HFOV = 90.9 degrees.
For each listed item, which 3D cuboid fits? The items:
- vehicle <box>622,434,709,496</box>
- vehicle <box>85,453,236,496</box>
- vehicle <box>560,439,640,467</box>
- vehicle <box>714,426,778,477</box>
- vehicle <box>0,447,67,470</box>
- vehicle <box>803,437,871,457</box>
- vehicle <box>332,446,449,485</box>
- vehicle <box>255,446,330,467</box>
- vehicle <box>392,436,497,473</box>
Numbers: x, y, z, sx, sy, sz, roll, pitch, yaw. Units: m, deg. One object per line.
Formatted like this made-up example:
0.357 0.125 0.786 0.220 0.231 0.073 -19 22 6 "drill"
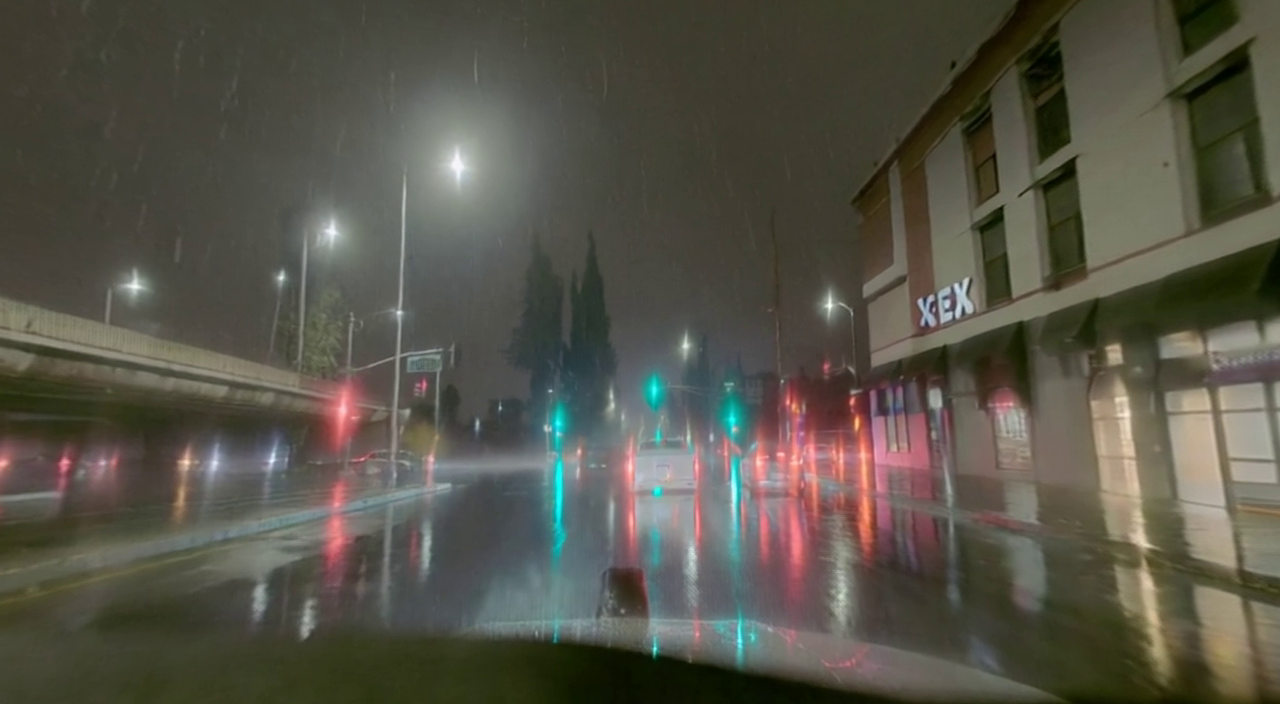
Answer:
0.642 3.034 17.344 2.101 1.467 4.210 0 -8 1 "vehicle"
-18.873 4.790 25.023 1.873 1.462 4.283 -5 -10 32 "vehicle"
-2.290 5.896 36.873 4.302 1.543 1.860 6 -10 -35 "vehicle"
4.465 4.252 27.219 2.080 1.999 4.379 0 -8 1 "vehicle"
-46.743 8.077 47.814 4.579 1.659 1.936 0 -8 -1 "vehicle"
14.655 7.085 47.088 4.498 1.439 1.842 0 -8 -1 "vehicle"
-11.149 5.049 28.462 1.832 1.611 4.546 -6 -10 38 "vehicle"
-26.354 7.929 47.916 4.566 1.472 1.936 0 -8 -2 "vehicle"
-11.181 5.907 36.623 2.322 1.916 5.640 -5 -10 30 "vehicle"
